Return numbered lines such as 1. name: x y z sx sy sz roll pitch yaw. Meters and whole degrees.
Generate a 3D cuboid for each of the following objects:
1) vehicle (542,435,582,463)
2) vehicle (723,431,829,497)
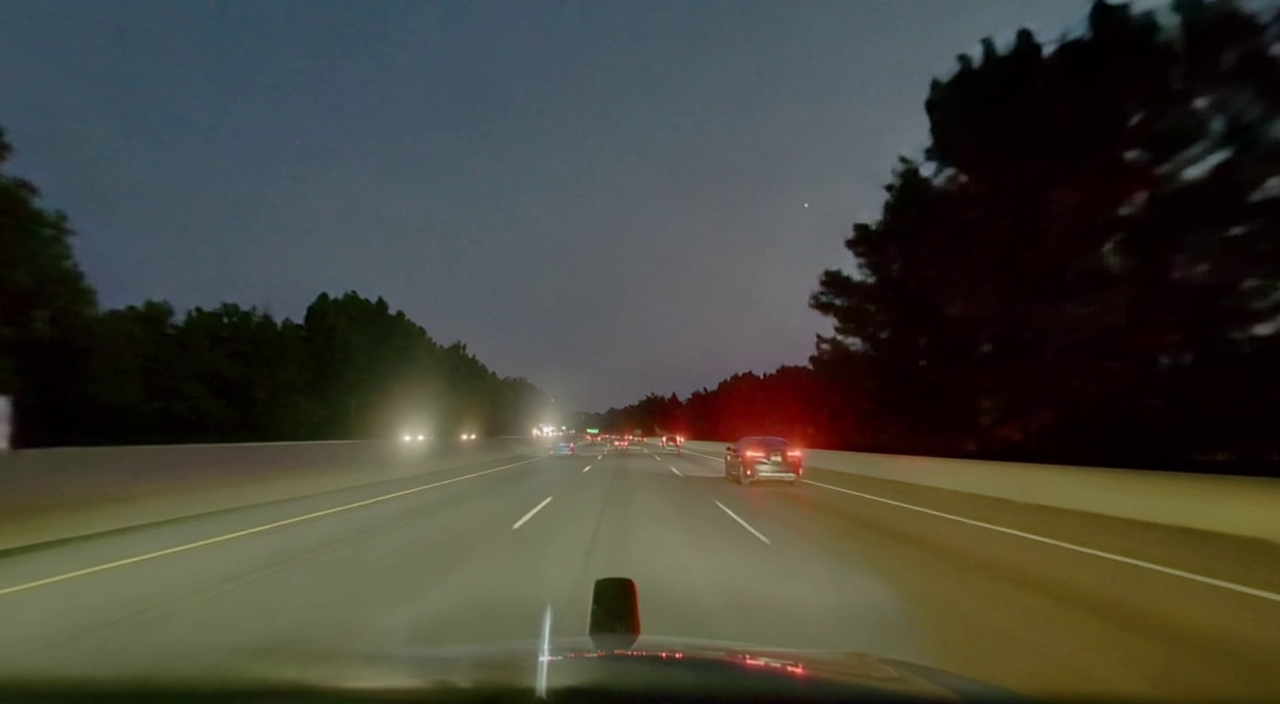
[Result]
1. vehicle: -4.574 5.711 37.417 1.941 1.529 4.111 0 -8 -1
2. vehicle: 3.495 2.929 16.952 1.883 1.536 3.792 0 -8 -2
